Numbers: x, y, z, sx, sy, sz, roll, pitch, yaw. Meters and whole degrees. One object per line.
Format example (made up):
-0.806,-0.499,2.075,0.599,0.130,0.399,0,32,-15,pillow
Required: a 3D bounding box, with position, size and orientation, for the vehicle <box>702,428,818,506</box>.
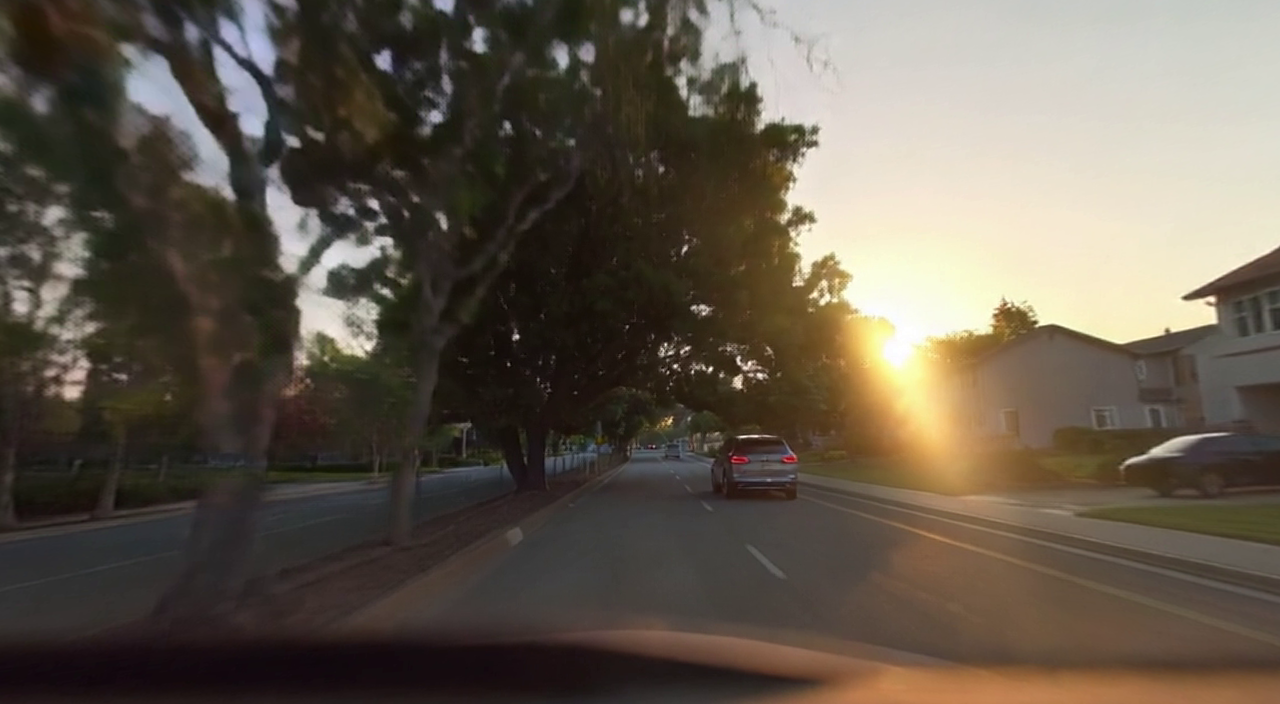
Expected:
2.986,3.022,16.874,2.180,1.773,4.639,0,-9,0,vehicle
